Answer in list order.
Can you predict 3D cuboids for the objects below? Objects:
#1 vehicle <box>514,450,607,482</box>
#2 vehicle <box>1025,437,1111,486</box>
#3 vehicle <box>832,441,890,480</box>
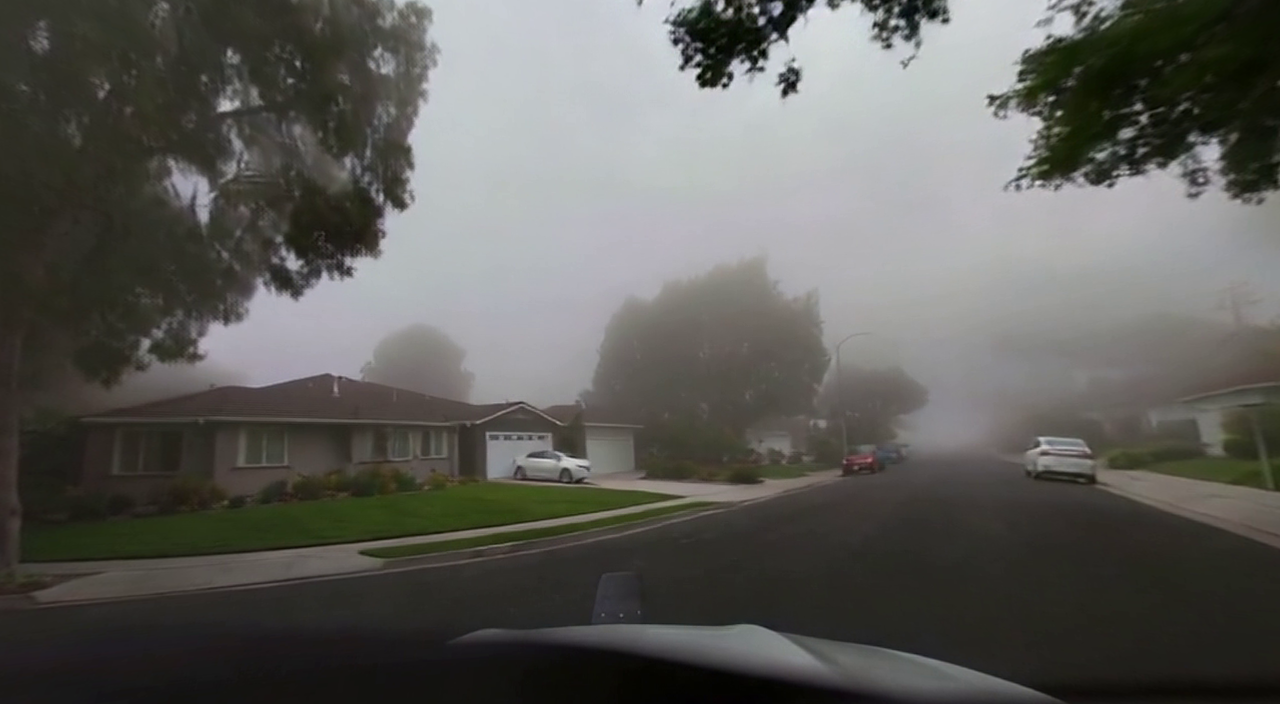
[{"bbox_3d":[-4.075,5.782,32.239,4.404,1.495,1.844,-5,-10,28],"label":"vehicle"},{"bbox_3d":[15.506,3.918,23.100,2.005,1.553,3.984,-2,-8,26],"label":"vehicle"},{"bbox_3d":[12.566,6.083,35.735,2.208,1.834,4.675,-11,-12,26],"label":"vehicle"}]
